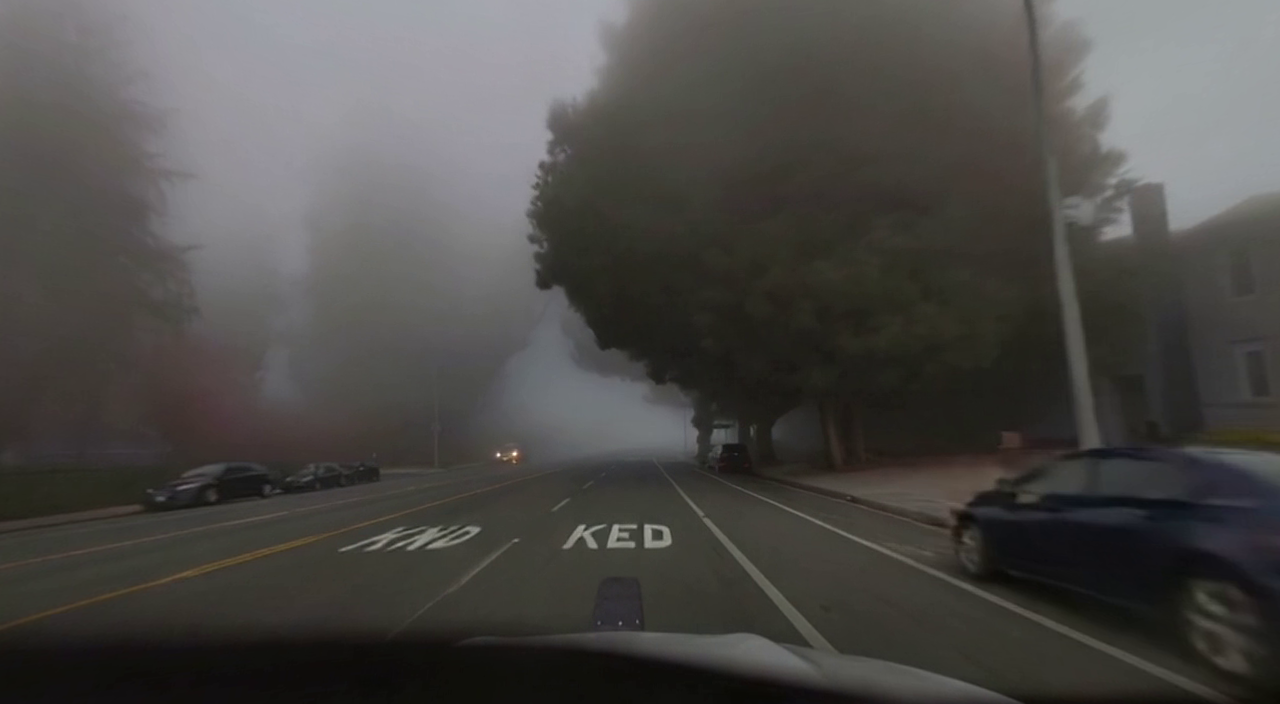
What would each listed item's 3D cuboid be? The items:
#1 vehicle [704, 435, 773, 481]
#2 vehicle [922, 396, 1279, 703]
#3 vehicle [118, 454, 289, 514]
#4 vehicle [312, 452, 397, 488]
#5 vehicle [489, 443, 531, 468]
[{"bbox_3d":[4.074,4.490,27.059,2.220,1.752,4.782,0,-8,0],"label":"vehicle"},{"bbox_3d":[4.136,1.232,4.396,2.127,1.619,4.832,0,-8,0],"label":"vehicle"},{"bbox_3d":[-14.069,4.230,20.848,2.163,1.641,4.875,0,-8,0],"label":"vehicle"},{"bbox_3d":[-14.085,5.816,31.523,1.983,1.608,4.699,0,-8,1],"label":"vehicle"},{"bbox_3d":[-9.864,7.889,48.361,2.252,1.737,4.544,0,-8,0],"label":"vehicle"}]
